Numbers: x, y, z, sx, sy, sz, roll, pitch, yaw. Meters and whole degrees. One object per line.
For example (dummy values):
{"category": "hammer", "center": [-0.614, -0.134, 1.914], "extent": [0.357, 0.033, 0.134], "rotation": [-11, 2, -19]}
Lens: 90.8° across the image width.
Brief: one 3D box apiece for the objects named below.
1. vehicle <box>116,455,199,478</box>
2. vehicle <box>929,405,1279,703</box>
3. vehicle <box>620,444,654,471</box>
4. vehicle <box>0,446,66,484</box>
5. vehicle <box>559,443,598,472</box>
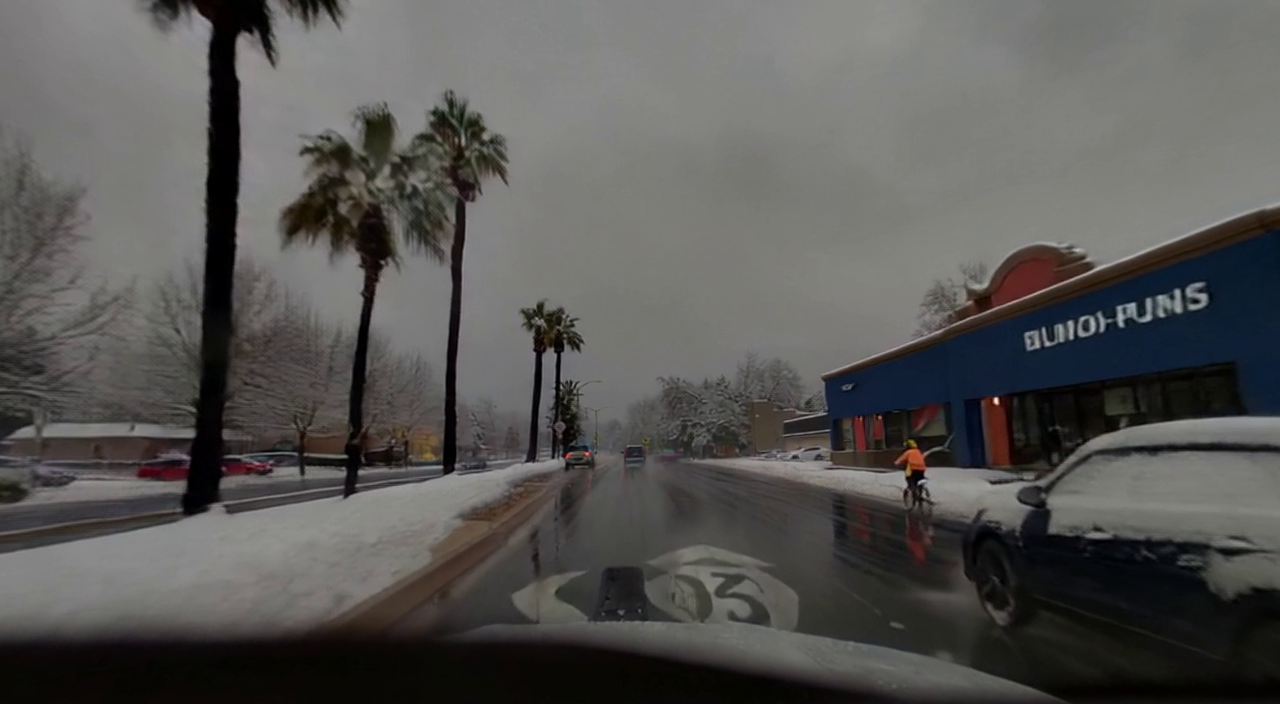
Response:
{"category": "vehicle", "center": [-34.654, 8.224, 45.464], "extent": [4.277, 1.537, 1.942], "rotation": [0, -9, -3]}
{"category": "vehicle", "center": [3.638, 1.072, 3.246], "extent": [2.090, 1.503, 4.566], "rotation": [0, -9, -1]}
{"category": "vehicle", "center": [-0.205, 6.872, 41.265], "extent": [2.102, 1.653, 3.698], "rotation": [0, -9, -1]}
{"category": "vehicle", "center": [-34.992, 6.197, 34.800], "extent": [4.377, 1.951, 2.245], "rotation": [0, -9, -1]}
{"category": "vehicle", "center": [-4.000, 6.940, 41.704], "extent": [2.071, 1.744, 4.500], "rotation": [0, -9, 0]}
